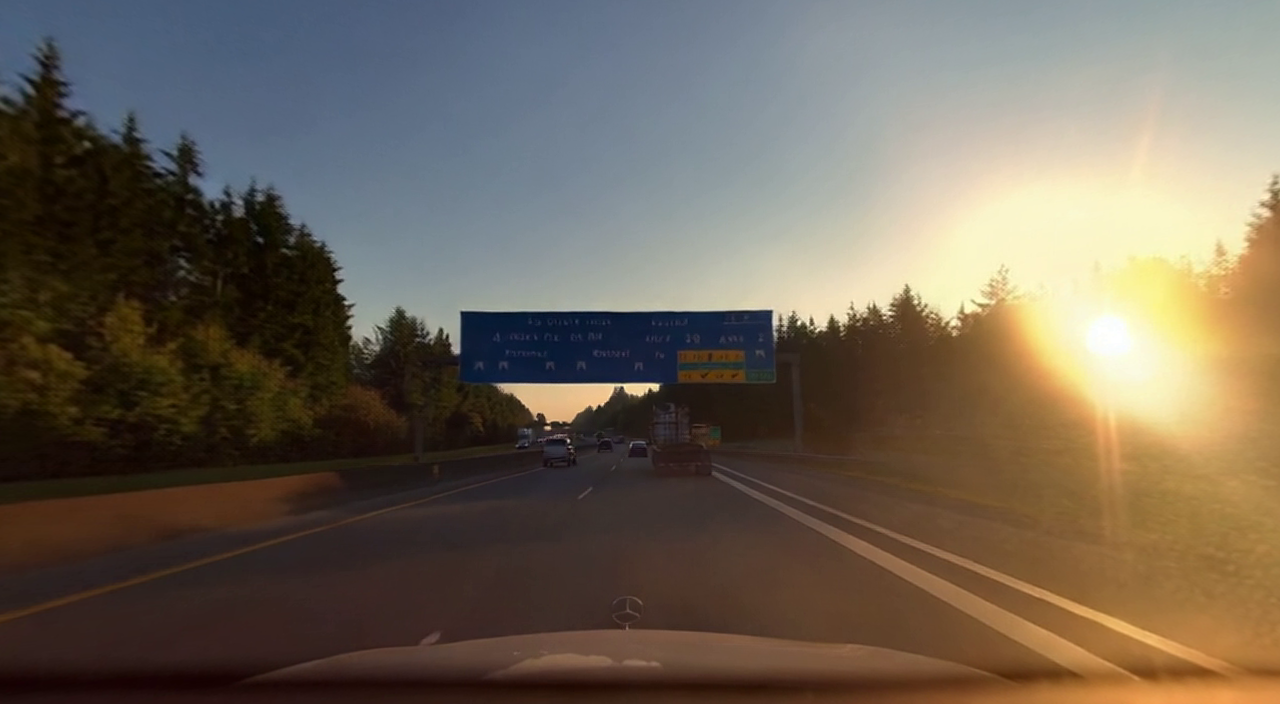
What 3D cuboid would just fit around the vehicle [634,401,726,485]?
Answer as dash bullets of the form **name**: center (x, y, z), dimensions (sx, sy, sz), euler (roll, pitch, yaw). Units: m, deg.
- **vehicle**: center (1.130, 3.101, 21.566), dimensions (2.677, 2.439, 6.402), euler (0, -8, 0)
